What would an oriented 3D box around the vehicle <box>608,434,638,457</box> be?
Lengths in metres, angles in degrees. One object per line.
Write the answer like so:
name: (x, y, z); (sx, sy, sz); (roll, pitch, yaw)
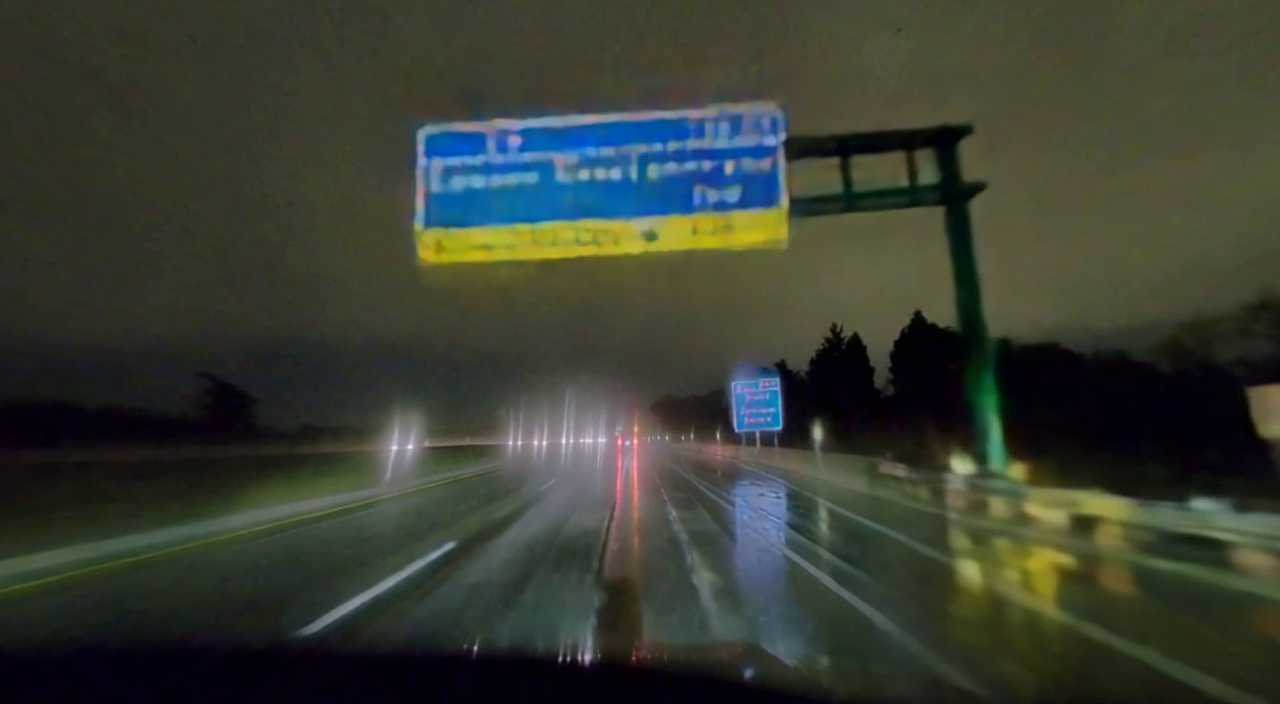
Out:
vehicle: (-1.164, 6.577, 44.245); (2.025, 1.519, 3.924); (0, -8, -1)
